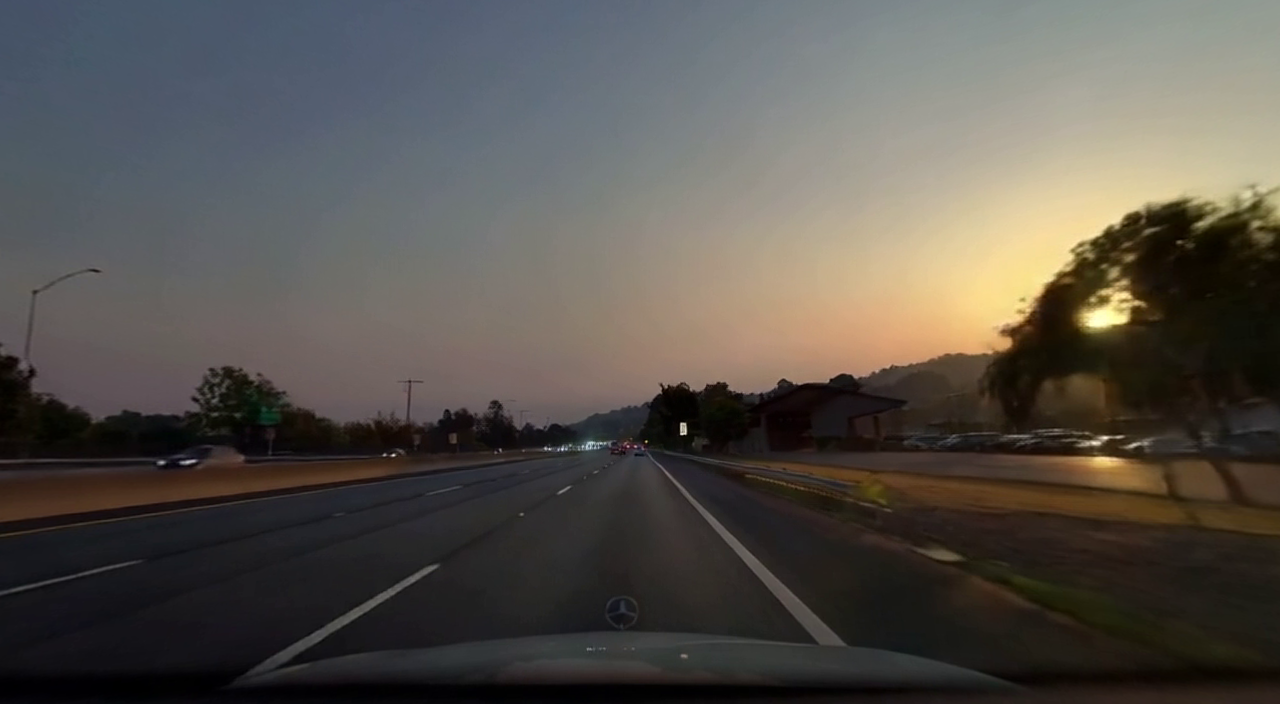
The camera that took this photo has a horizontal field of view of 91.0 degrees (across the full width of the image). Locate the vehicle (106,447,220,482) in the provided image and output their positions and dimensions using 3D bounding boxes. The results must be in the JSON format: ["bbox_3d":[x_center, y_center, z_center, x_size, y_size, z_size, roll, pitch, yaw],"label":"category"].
[{"bbox_3d":[-23.684,5.564,31.510,2.141,1.573,4.492,0,-9,0],"label":"vehicle"}]
